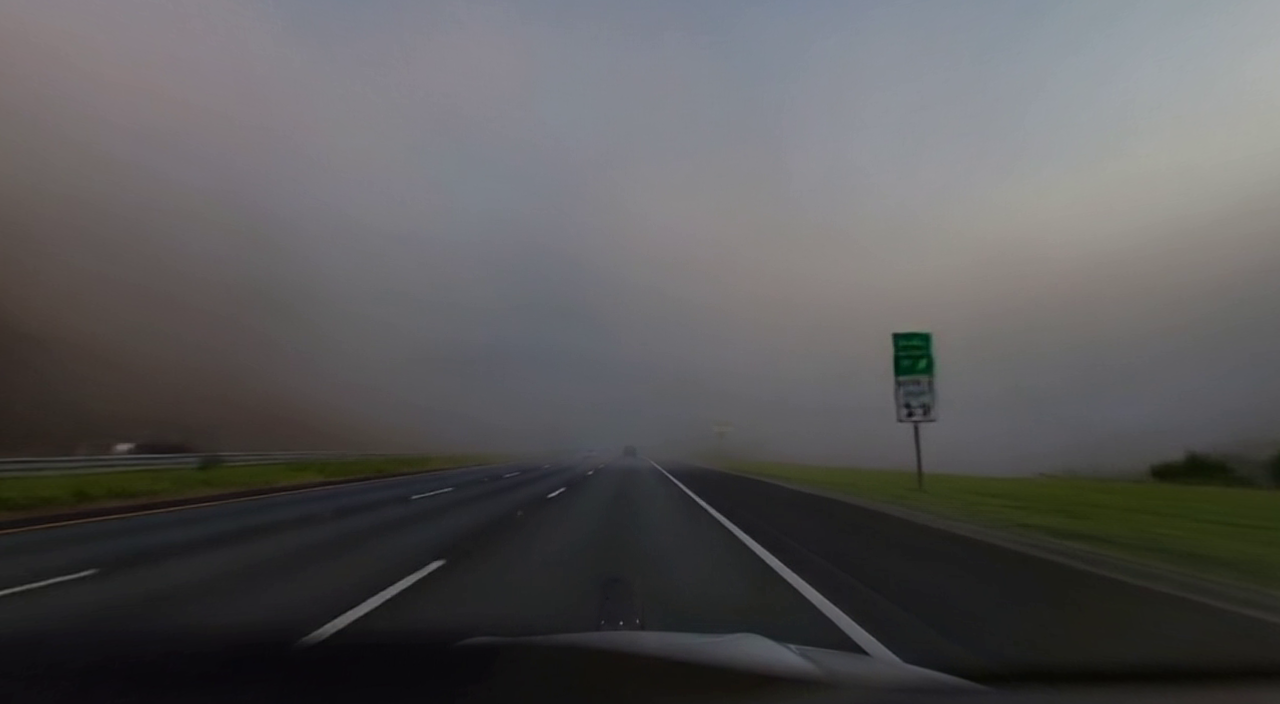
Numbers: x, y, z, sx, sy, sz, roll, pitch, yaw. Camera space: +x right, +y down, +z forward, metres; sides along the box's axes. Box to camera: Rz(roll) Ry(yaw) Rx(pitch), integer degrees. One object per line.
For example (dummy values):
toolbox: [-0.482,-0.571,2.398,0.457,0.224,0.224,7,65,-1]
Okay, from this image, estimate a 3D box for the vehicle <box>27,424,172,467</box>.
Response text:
vehicle: [-20.055,3.519,23.691,1.817,1.464,4.143,0,-9,-1]
